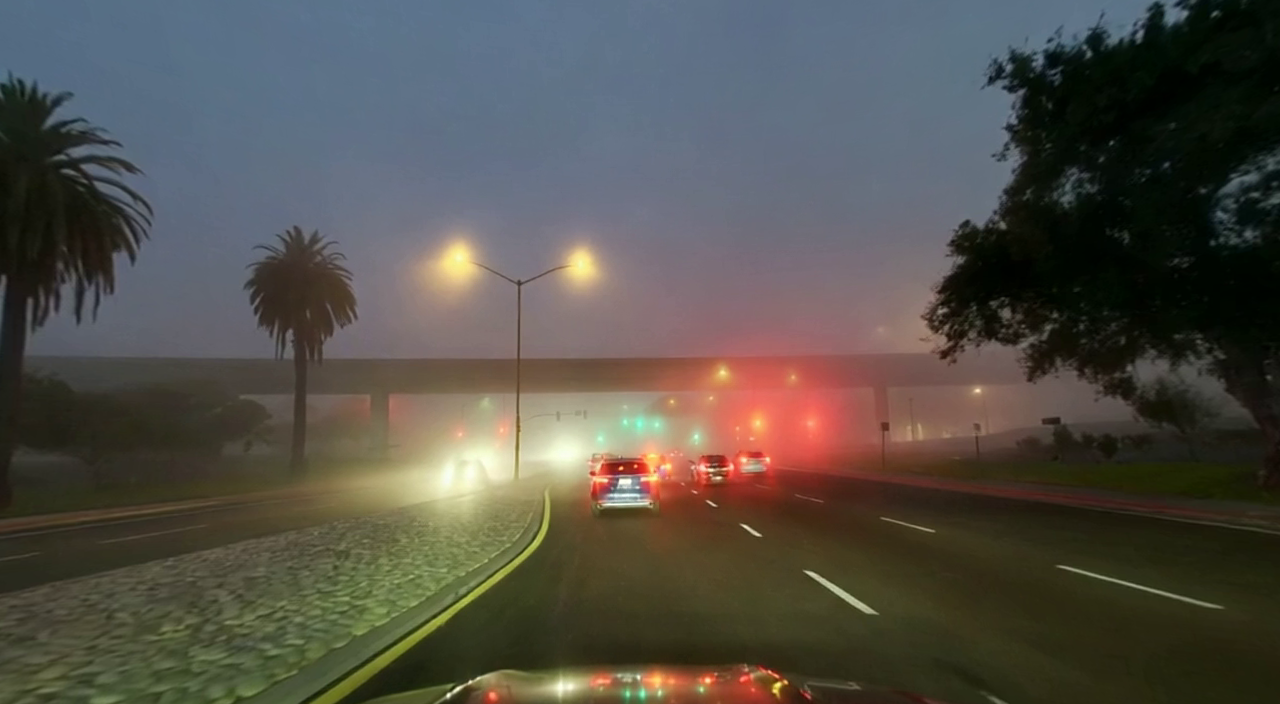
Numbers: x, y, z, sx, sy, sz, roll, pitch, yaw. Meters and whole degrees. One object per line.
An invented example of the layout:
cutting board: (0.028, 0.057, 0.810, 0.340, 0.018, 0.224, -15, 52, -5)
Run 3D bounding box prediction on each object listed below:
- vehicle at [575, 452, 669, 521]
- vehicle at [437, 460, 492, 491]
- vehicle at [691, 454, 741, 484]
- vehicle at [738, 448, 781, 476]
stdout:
vehicle: (-0.468, 3.377, 16.264, 2.111, 1.506, 4.018, 0, -9, -2)
vehicle: (-9.765, 6.898, 35.311, 1.937, 1.521, 4.523, 0, -9, -2)
vehicle: (4.149, 6.472, 34.986, 2.119, 1.509, 4.495, 0, -9, -1)
vehicle: (8.239, 7.625, 43.743, 2.027, 1.780, 4.518, 0, -9, 0)
